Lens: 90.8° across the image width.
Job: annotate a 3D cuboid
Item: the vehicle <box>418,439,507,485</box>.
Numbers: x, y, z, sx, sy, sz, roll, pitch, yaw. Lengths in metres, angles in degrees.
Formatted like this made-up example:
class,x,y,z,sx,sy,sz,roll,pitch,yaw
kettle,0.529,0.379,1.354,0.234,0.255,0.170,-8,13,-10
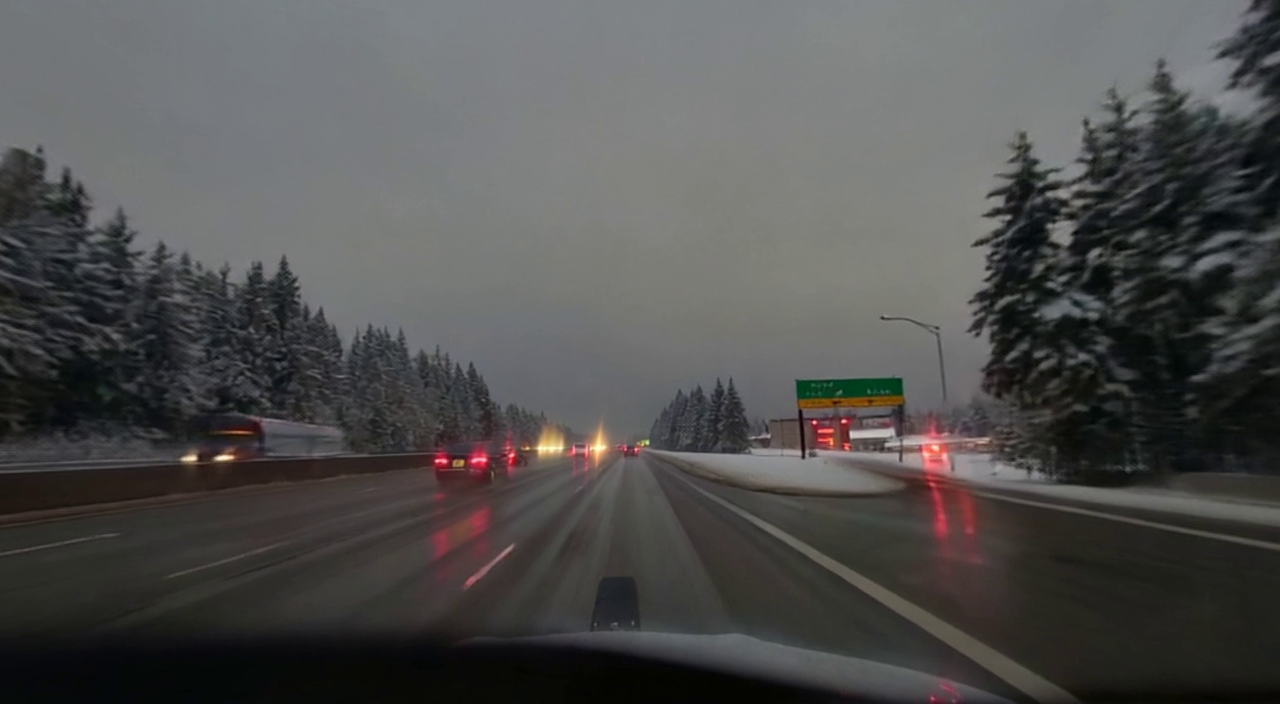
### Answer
class,x,y,z,sx,sy,sz,roll,pitch,yaw
vehicle,-6.746,4.222,24.586,2.016,1.606,4.806,0,-9,0

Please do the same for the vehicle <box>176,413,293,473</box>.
class,x,y,z,sx,sy,sz,roll,pitch,yaw
vehicle,-29.521,6.727,46.615,3.026,3.990,8.606,0,-9,-2
